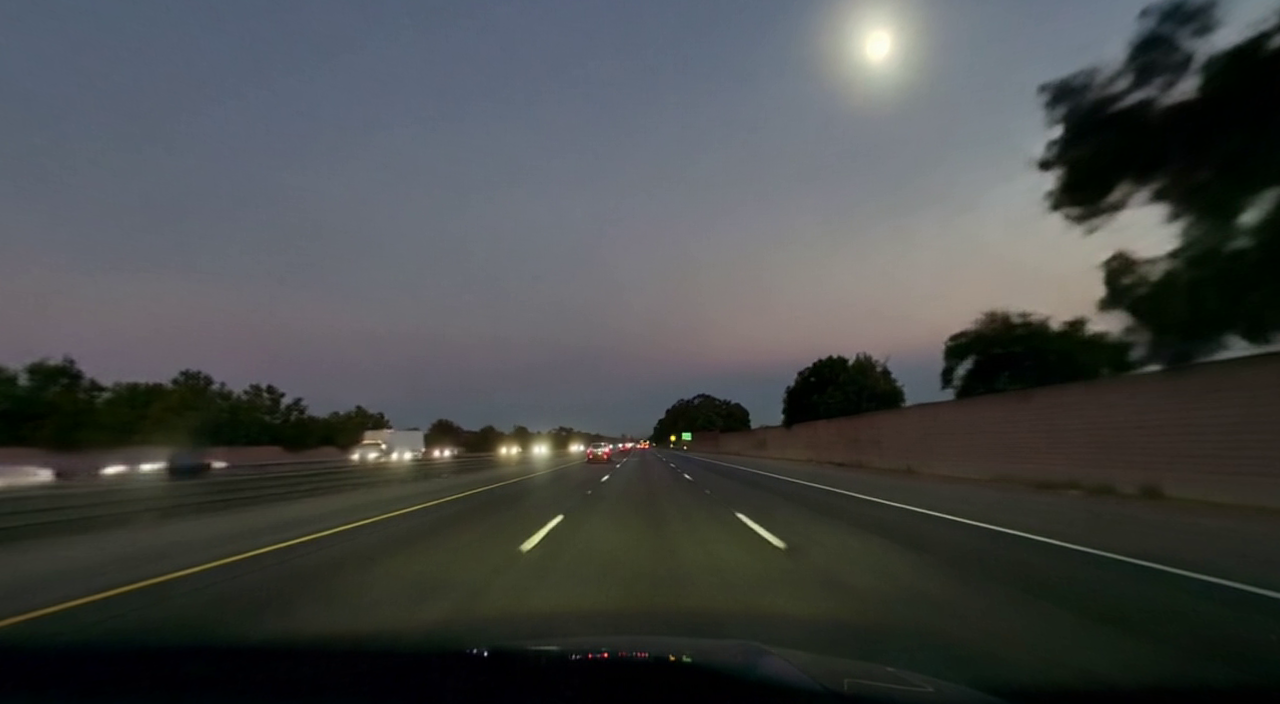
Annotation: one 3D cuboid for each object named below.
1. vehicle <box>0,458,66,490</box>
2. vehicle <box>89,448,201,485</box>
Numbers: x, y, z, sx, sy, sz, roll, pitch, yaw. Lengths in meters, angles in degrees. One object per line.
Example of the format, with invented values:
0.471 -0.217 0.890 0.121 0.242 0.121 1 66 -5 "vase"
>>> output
-32.489 6.216 32.155 1.870 1.539 4.637 0 -9 1 "vehicle"
-24.561 5.666 31.503 1.918 1.688 4.470 0 -9 0 "vehicle"
